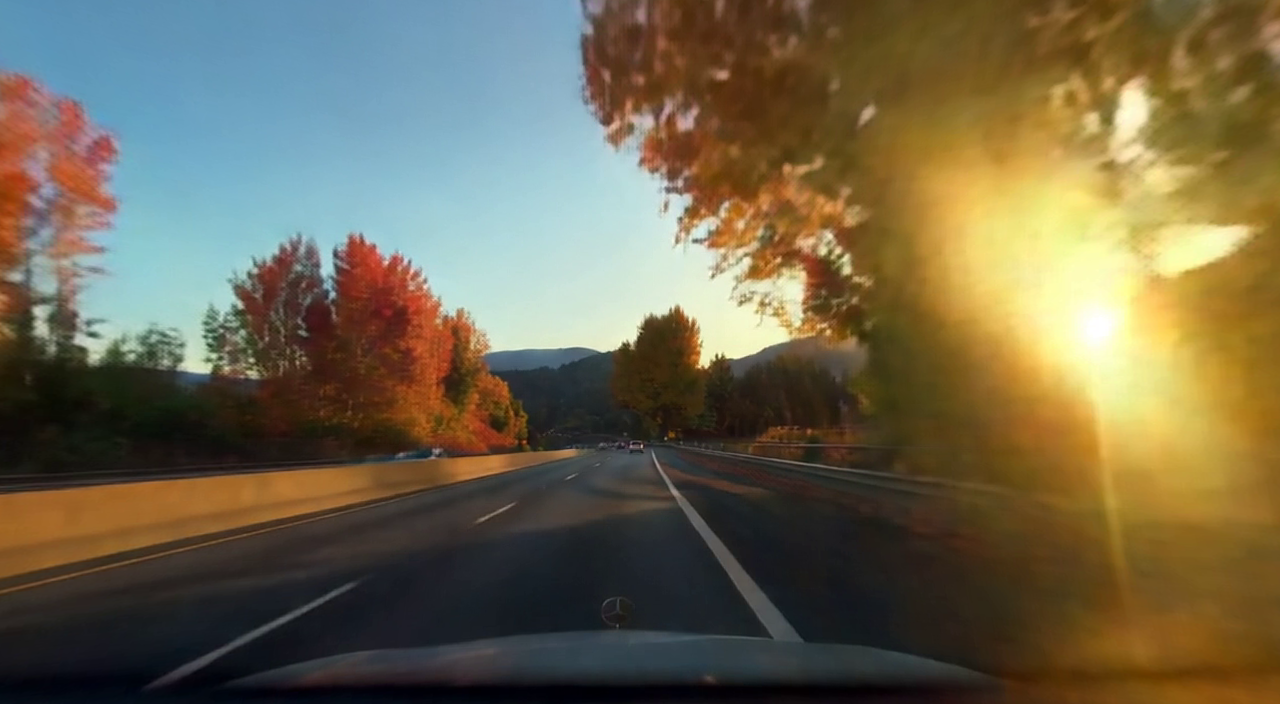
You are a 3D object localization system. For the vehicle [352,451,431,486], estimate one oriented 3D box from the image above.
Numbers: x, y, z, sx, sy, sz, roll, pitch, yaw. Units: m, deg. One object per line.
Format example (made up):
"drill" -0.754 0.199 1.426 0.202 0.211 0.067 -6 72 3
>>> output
"vehicle" -11.312 5.312 28.971 1.907 1.419 4.111 -1 -8 1
